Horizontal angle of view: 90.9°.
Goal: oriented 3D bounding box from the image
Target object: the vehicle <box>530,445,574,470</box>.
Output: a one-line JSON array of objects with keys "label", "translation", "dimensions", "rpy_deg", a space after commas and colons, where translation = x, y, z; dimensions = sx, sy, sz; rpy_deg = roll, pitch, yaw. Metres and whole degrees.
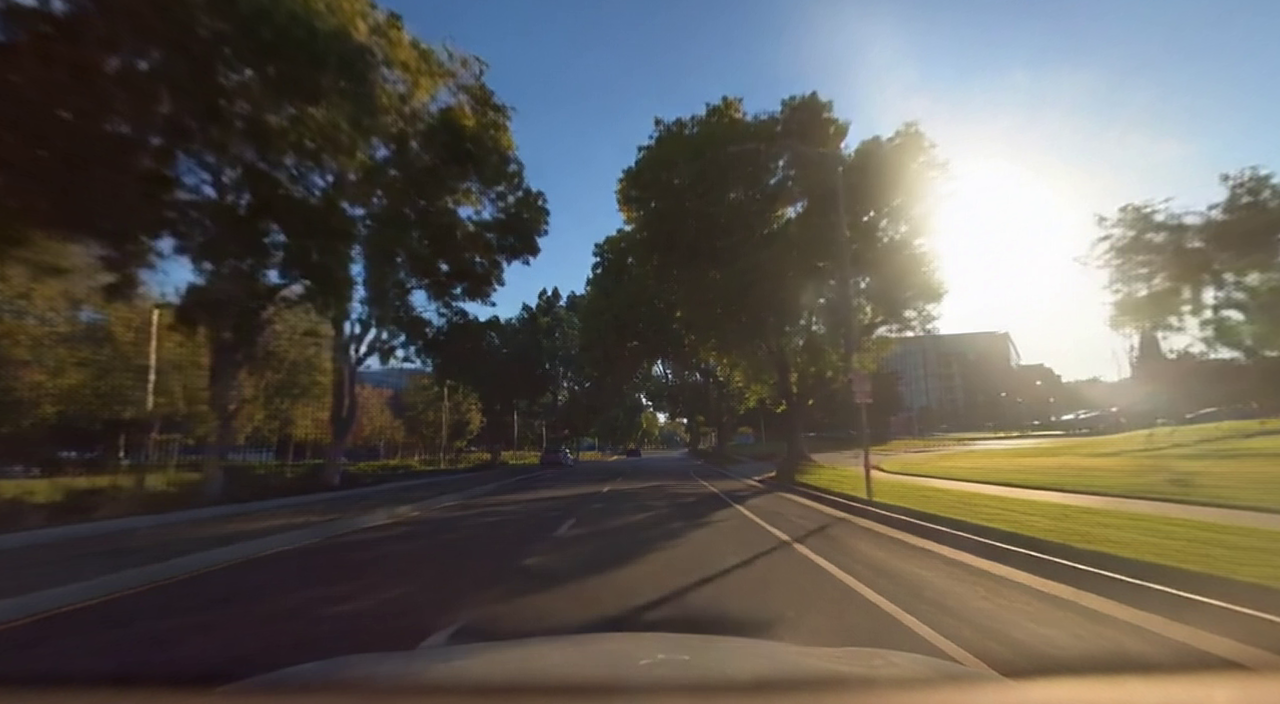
[{"label": "vehicle", "translation": [-5.458, 6.607, 39.753], "dimensions": [1.945, 1.461, 4.605], "rpy_deg": [-1, -8, 3]}]
